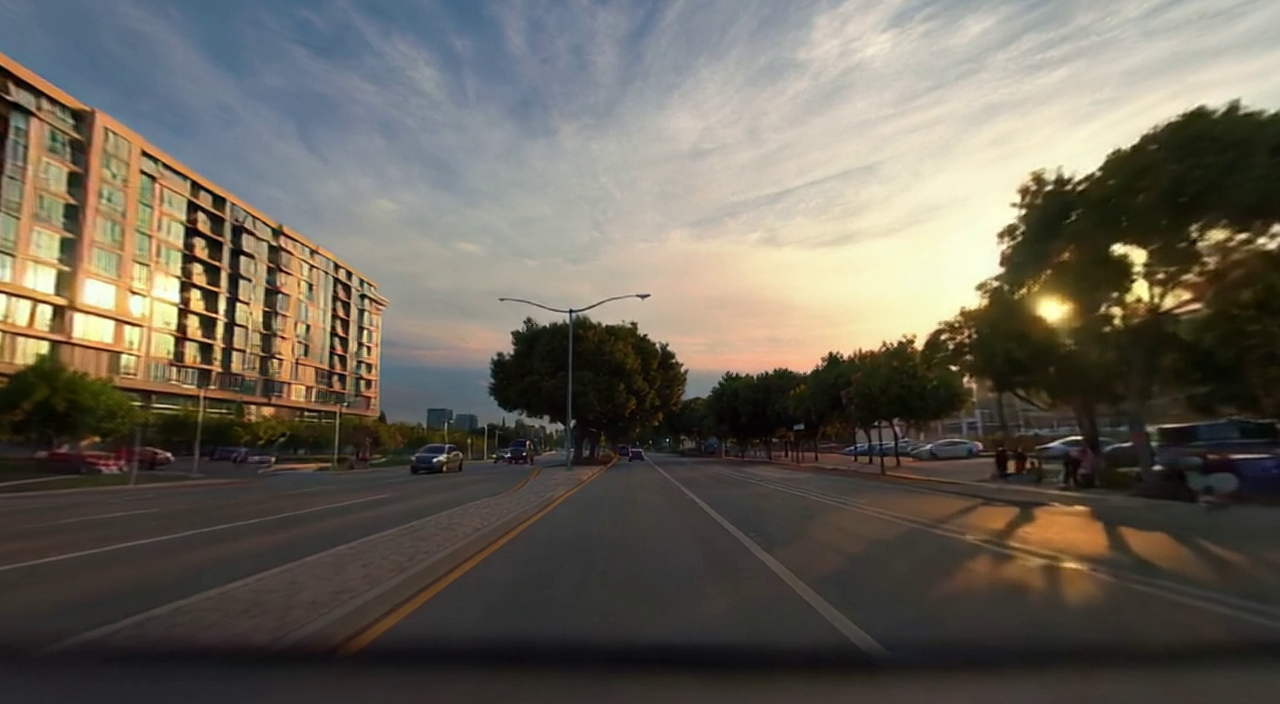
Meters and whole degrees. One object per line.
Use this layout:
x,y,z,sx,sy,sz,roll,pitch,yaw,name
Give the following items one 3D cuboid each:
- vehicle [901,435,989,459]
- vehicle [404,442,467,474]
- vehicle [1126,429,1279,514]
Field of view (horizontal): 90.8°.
22.540,7.045,46.788,5.320,1.722,2.651,2,-9,-15,vehicle
-12.323,6.417,38.475,2.250,1.788,4.684,0,-9,0,vehicle
14.901,2.812,15.189,4.761,1.832,2.201,1,-9,-7,vehicle
